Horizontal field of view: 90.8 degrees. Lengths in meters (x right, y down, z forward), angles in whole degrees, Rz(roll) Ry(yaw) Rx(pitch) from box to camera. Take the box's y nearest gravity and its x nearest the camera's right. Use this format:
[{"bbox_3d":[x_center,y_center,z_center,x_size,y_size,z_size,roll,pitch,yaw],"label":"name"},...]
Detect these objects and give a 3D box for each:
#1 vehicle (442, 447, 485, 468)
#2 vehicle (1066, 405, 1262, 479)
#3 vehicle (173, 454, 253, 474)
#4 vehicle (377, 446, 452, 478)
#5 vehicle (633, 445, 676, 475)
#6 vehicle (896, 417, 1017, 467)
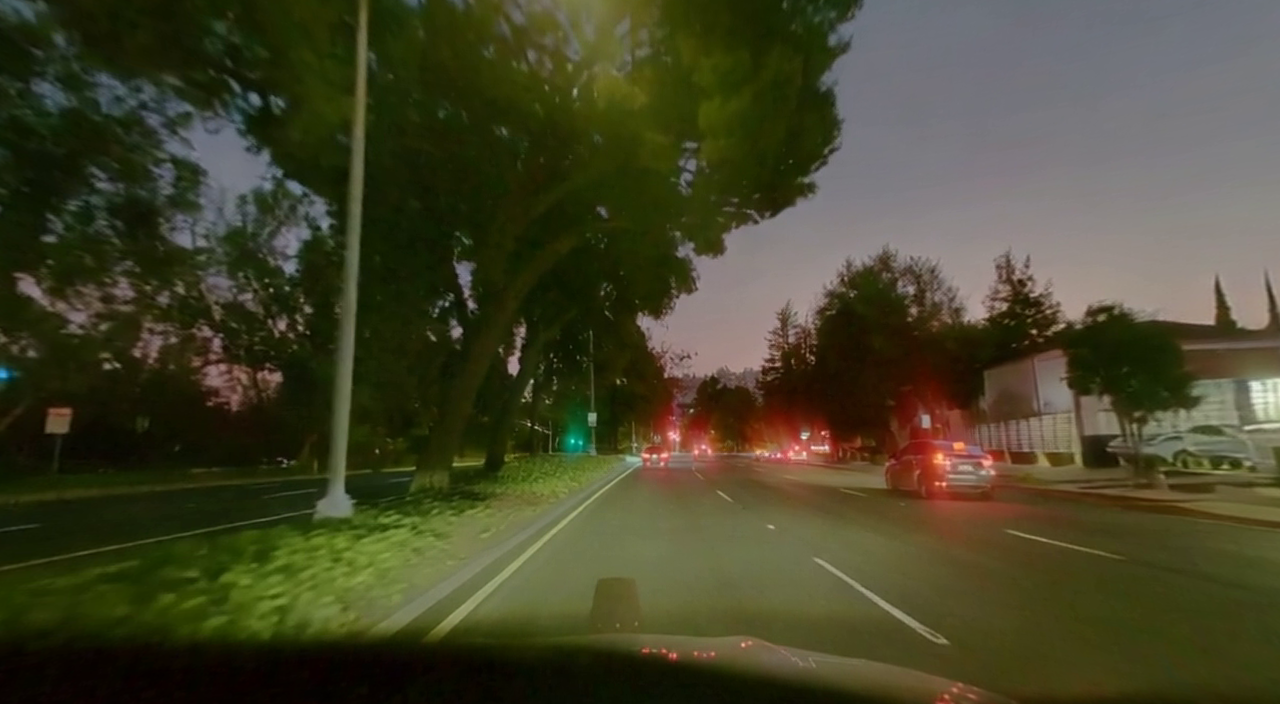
[{"bbox_3d":[-13.428,8.042,48.373,1.843,1.486,4.700,0,-8,1],"label":"vehicle"},{"bbox_3d":[20.619,3.559,25.021,5.953,2.747,2.389,1,-8,-9],"label":"vehicle"},{"bbox_3d":[-33.075,8.694,49.085,4.678,1.468,1.949,1,-9,-11],"label":"vehicle"},{"bbox_3d":[-10.828,5.306,30.753,1.907,1.429,4.439,-1,-8,2],"label":"vehicle"},{"bbox_3d":[0.774,5.616,33.103,2.095,1.456,3.873,-1,-8,2],"label":"vehicle"},{"bbox_3d":[21.502,6.156,43.112,6.856,3.118,2.741,0,-10,-11],"label":"vehicle"}]
